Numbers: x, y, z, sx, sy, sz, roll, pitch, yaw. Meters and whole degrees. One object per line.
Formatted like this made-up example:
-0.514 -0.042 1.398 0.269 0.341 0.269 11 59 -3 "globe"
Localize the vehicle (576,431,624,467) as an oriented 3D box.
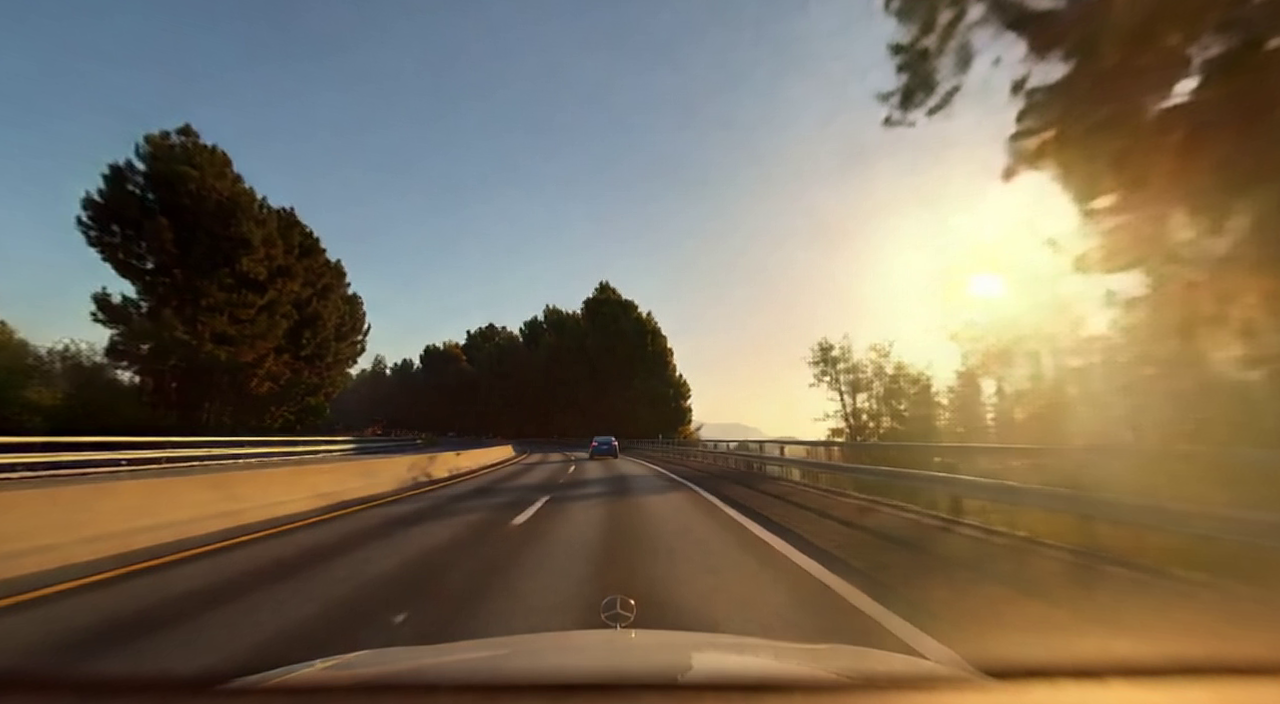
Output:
-2.216 5.317 34.752 2.452 1.857 4.022 0 -8 -4 "vehicle"
